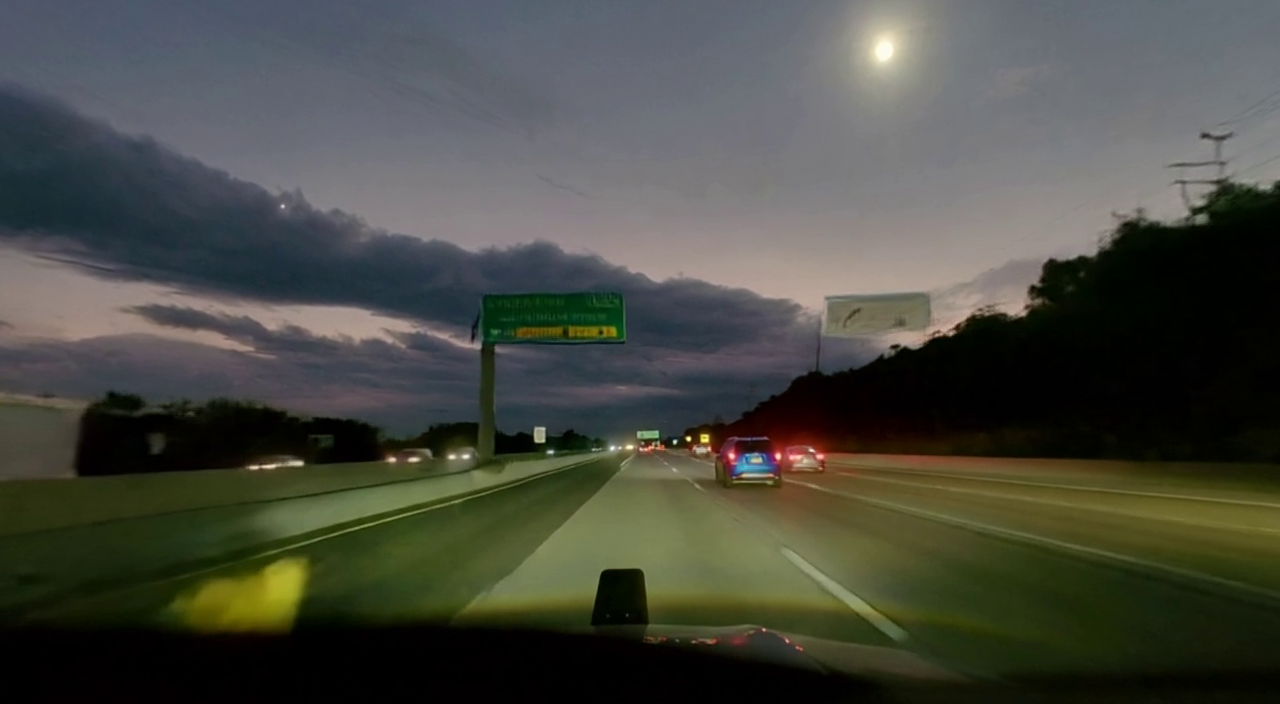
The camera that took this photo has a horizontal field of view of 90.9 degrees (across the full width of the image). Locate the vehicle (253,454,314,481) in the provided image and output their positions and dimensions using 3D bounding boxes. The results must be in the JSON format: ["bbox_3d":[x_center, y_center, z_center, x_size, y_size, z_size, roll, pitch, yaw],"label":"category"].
[{"bbox_3d":[-19.621,6.348,34.852,1.460,1.325,3.264,0,-8,0],"label":"vehicle"}]

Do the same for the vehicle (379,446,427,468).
[{"bbox_3d":[-16.275,7.212,43.498,1.861,1.432,3.578,-1,-8,1],"label":"vehicle"}]

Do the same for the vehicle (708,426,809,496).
[{"bbox_3d":[3.360,3.199,18.844,2.120,1.832,4.287,0,-8,-1],"label":"vehicle"}]
